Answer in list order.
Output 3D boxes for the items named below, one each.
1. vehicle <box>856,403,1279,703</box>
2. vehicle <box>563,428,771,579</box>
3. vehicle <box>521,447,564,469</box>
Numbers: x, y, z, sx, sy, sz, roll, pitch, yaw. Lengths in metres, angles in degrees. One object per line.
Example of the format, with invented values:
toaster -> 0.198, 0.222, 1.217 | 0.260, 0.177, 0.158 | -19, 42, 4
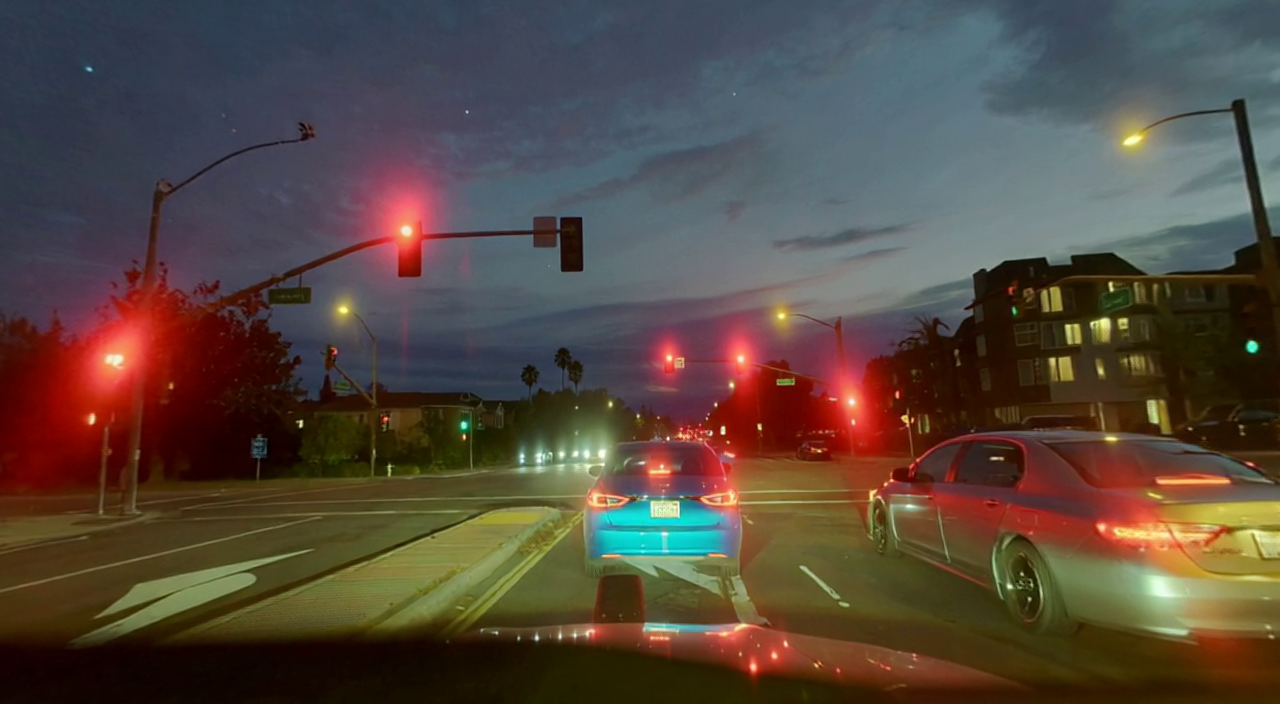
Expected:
vehicle -> 3.658, 1.340, 5.441 | 1.888, 1.486, 4.681 | 0, -9, -1
vehicle -> 0.305, 1.819, 8.319 | 2.090, 1.505, 3.756 | -1, -9, 1
vehicle -> -6.921, 7.583, 45.302 | 2.093, 1.476, 4.278 | -1, -9, 4
